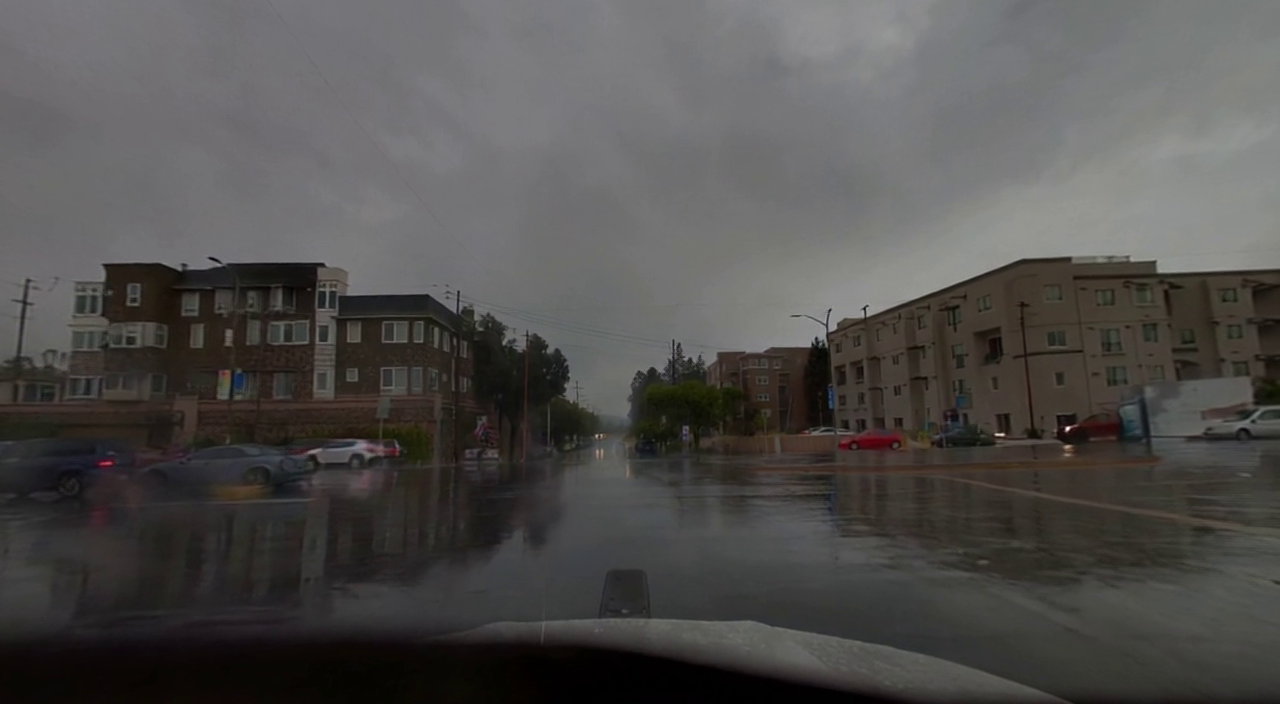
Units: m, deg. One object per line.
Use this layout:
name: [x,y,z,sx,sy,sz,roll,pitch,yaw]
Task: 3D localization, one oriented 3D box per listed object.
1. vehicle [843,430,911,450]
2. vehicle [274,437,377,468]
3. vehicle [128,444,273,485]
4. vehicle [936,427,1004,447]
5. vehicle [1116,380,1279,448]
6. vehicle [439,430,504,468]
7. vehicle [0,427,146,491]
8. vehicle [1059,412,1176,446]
vehicle: [18.550,6.903,49.491,4.528,1.458,1.939,1,-7,-4]
vehicle: [-17.237,5.536,34.786,2.010,1.583,4.582,-6,-11,34]
vehicle: [-16.282,4.170,23.461,4.233,1.432,1.755,-1,-9,6]
vehicle: [26.083,6.741,49.855,4.323,1.507,1.896,0,-9,-3]
vehicle: [33.607,3.548,35.906,10.986,3.604,2.707,0,-8,-5]
vehicle: [-8.213,4.825,31.244,2.156,1.620,4.945,3,-9,-4]
vehicle: [-21.446,4.045,23.919,3.506,2.261,2.158,-1,-9,5]
vehicle: [29.454,4.774,39.017,5.277,2.032,2.408,0,-7,-2]
